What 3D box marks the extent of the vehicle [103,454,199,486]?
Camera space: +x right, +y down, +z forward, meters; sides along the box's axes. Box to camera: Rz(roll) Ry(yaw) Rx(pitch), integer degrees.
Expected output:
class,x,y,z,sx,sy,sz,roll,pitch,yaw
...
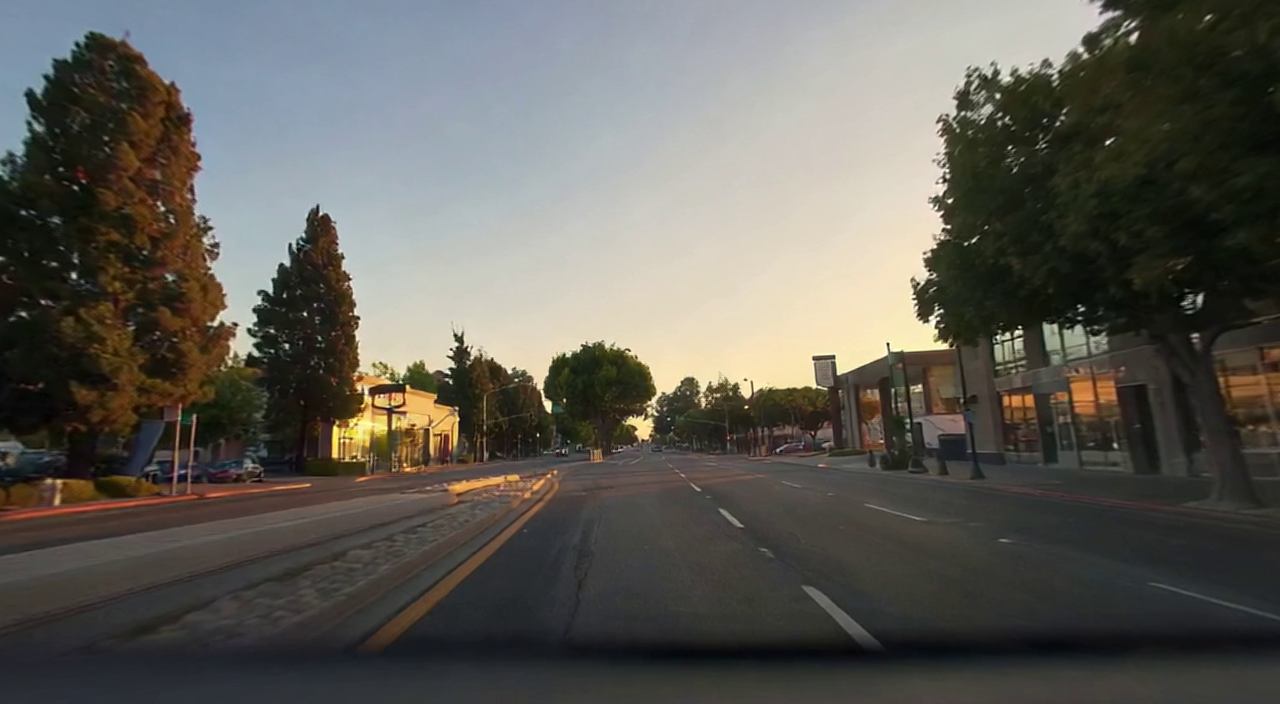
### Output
class,x,y,z,sx,sy,sz,roll,pitch,yaw
vehicle,-30.315,7.298,39.391,2.101,1.733,4.689,0,-8,2

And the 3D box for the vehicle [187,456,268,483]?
class,x,y,z,sx,sy,sz,roll,pitch,yaw
vehicle,-25.462,7.254,39.191,1.908,1.502,4.584,0,-8,0
